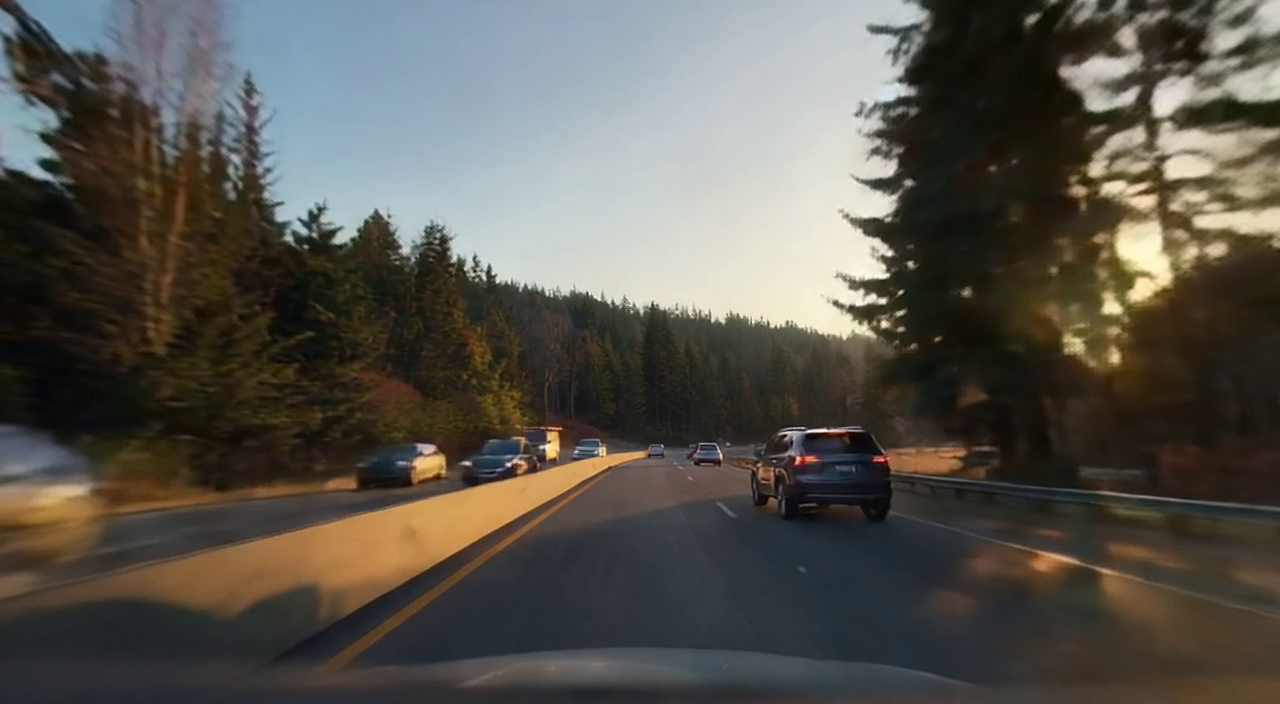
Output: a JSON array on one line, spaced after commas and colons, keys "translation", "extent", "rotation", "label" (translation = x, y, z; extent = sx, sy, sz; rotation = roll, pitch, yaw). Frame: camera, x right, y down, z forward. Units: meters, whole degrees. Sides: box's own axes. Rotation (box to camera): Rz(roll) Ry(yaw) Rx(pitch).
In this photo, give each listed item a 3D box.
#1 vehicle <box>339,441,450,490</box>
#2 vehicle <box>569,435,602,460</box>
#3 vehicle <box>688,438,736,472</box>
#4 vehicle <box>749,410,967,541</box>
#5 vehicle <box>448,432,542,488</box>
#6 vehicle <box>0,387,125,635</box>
[{"translation": [-8.182, 3.801, 21.539], "extent": [1.909, 1.486, 4.382], "rotation": [0, -8, 2], "label": "vehicle"}, {"translation": [-4.057, 7.201, 47.585], "extent": [1.965, 1.727, 4.041], "rotation": [-1, -8, 3], "label": "vehicle"}, {"translation": [3.879, 5.640, 34.702], "extent": [2.112, 1.708, 4.380], "rotation": [0, -8, 0], "label": "vehicle"}, {"translation": [3.621, 2.168, 11.750], "extent": [2.270, 1.897, 4.822], "rotation": [0, -8, -1], "label": "vehicle"}, {"translation": [-4.831, 3.666, 21.726], "extent": [2.054, 1.683, 4.384], "rotation": [0, -8, 2], "label": "vehicle"}, {"translation": [-5.548, 0.935, 3.199], "extent": [2.146, 1.707, 4.326], "rotation": [0, -8, 1], "label": "vehicle"}]
